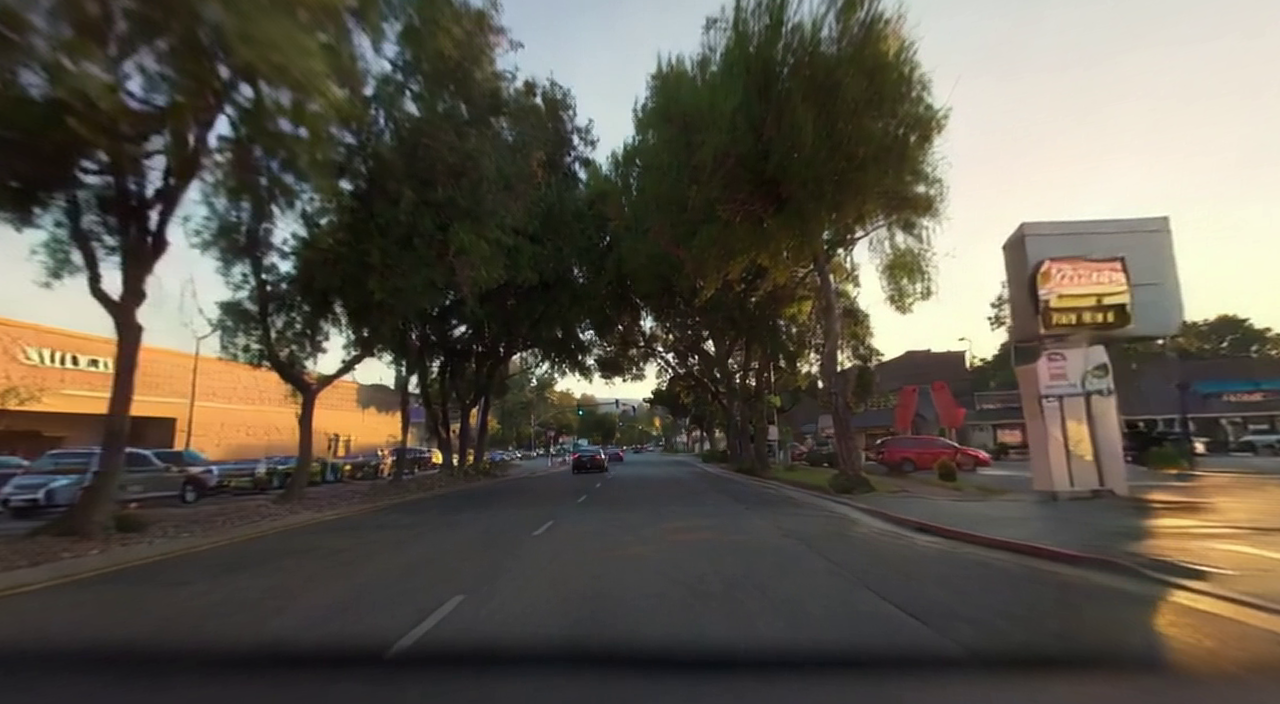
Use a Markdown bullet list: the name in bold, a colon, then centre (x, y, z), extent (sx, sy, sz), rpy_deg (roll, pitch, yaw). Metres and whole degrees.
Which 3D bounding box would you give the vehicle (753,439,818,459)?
- **vehicle**: centre (11.522, 7.689, 49.884), extent (4.607, 1.471, 1.982), rpy_deg (0, -8, -2)

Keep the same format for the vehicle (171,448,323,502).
- **vehicle**: centre (-12.203, 3.815, 19.942), extent (1.948, 1.453, 4.431), rpy_deg (0, -8, 0)

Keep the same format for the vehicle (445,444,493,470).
- **vehicle**: centre (-11.479, 7.075, 42.517), extent (2.044, 1.649, 4.211), rpy_deg (0, -9, 0)

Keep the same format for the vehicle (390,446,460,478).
- **vehicle**: centre (-11.929, 6.109, 35.185), extent (2.024, 1.656, 4.837), rpy_deg (-1, -9, 2)

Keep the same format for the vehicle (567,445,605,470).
- **vehicle**: centre (-3.335, 6.597, 39.433), extent (1.966, 1.481, 4.385), rpy_deg (0, -9, 0)

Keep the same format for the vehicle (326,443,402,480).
- **vehicle**: centre (-15.080, 5.994, 34.640), extent (1.936, 1.813, 4.921), rpy_deg (-1, -8, 0)

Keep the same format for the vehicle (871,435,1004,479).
- **vehicle**: centre (10.977, 3.896, 23.408), extent (3.935, 1.518, 1.985), rpy_deg (0, -9, -1)

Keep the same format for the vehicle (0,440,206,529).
- **vehicle**: centre (-11.950, 2.768, 13.771), extent (1.852, 1.621, 4.166), rpy_deg (0, -8, 0)
